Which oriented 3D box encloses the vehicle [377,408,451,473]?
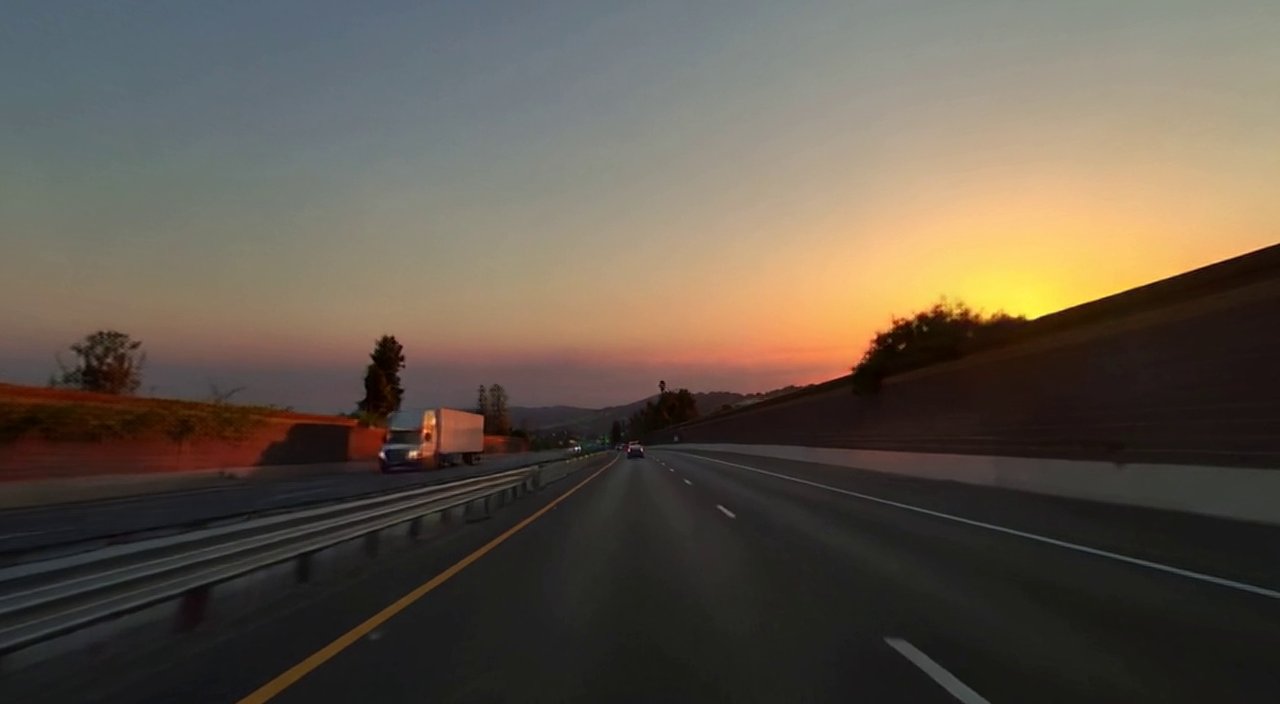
[{"bbox_3d":[-16.236,6.423,45.461,3.730,4.427,4.152,0,-9,-1],"label":"vehicle"}]
